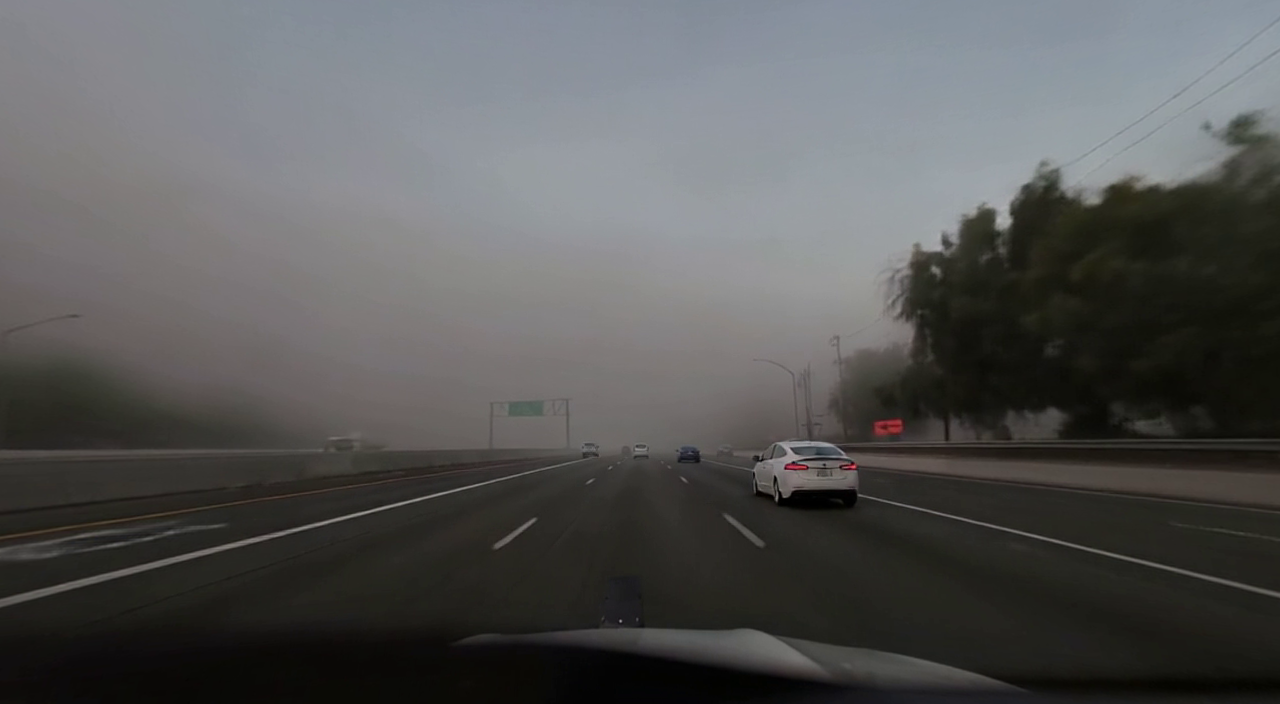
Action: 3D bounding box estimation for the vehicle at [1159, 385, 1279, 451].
[{"bbox_3d":[42.069,4.382,41.165,2.955,4.183,15.830,0,-9,0],"label":"vehicle"}]

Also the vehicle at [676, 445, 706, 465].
[{"bbox_3d":[3.938,8.069,49.419,2.076,1.506,4.050,0,-9,0],"label":"vehicle"}]
